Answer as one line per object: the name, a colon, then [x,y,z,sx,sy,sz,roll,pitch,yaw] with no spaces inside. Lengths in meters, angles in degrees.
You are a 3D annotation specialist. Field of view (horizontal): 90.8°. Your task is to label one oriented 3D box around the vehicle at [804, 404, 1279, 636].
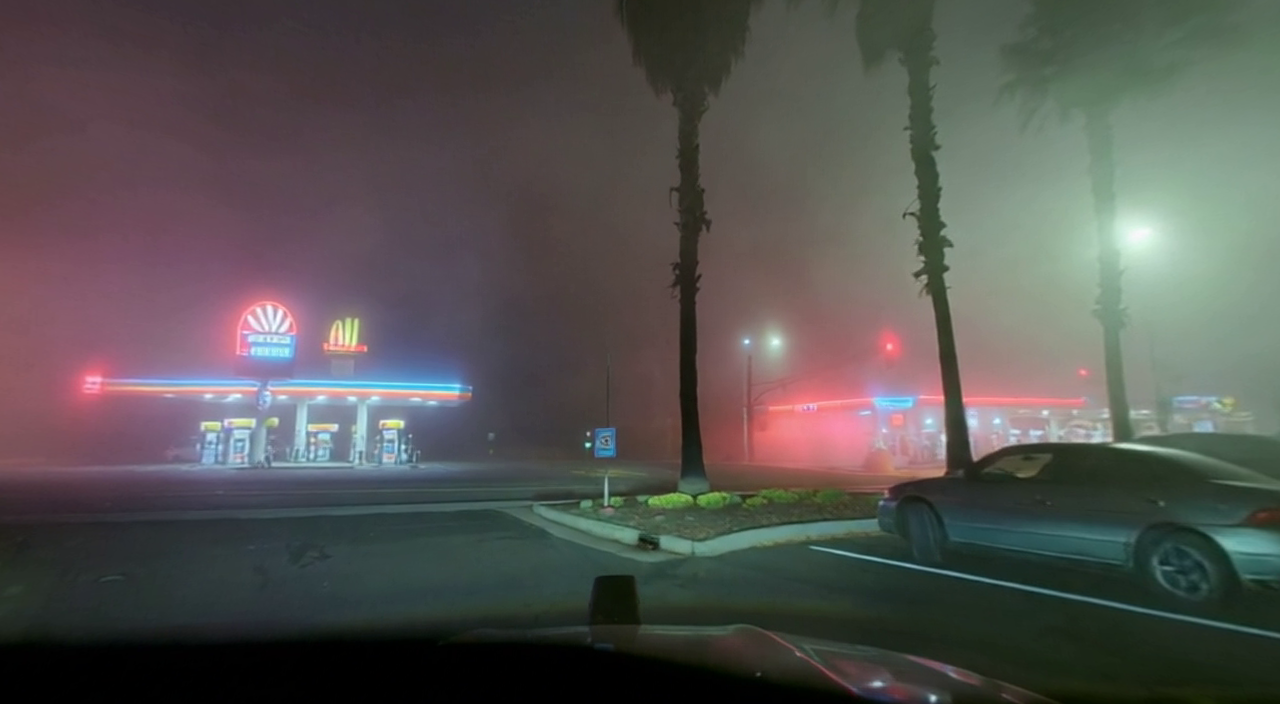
vehicle: [4.032,1.398,6.146,1.937,1.490,4.564,5,-10,-32]
